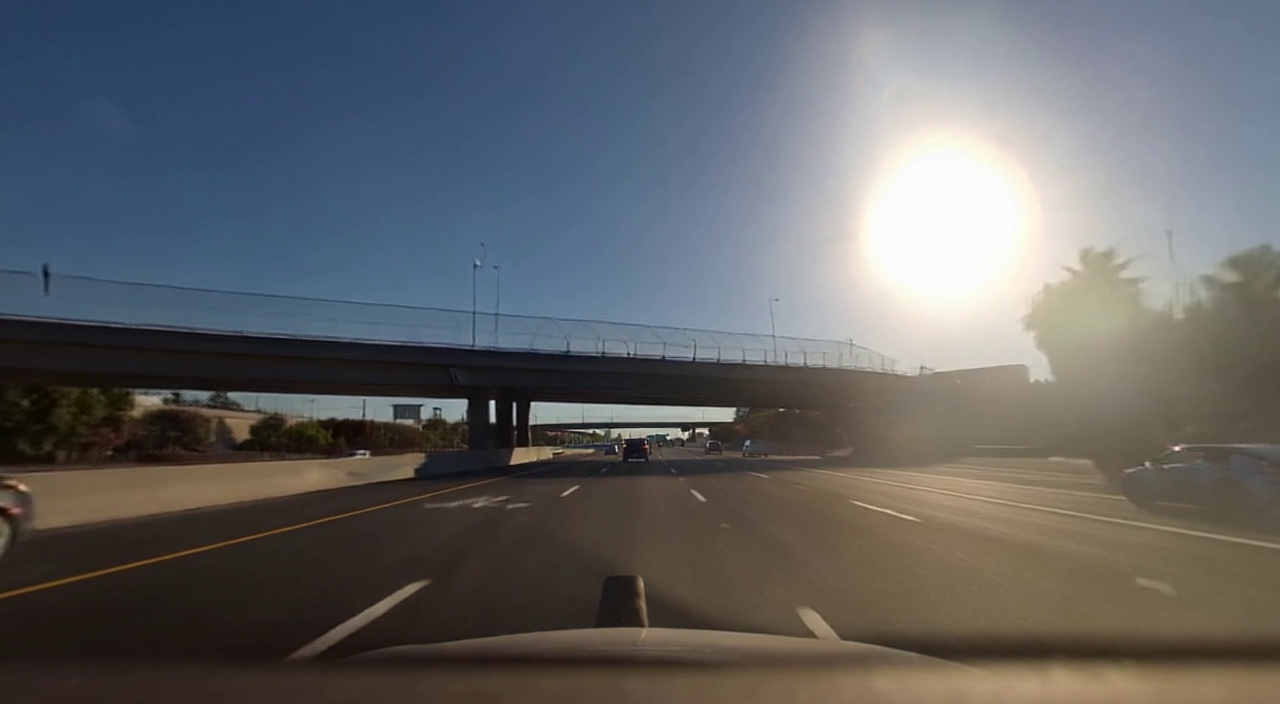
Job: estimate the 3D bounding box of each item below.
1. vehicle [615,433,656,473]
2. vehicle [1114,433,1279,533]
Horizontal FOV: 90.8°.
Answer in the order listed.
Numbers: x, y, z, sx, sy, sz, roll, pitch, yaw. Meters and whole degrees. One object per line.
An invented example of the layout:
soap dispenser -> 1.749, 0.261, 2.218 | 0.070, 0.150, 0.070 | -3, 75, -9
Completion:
vehicle -> -0.186, 5.011, 31.453 | 1.893, 1.827, 4.513 | 0, -9, 1
vehicle -> 10.197, 2.019, 9.981 | 1.900, 1.432, 4.519 | 0, -8, 0
